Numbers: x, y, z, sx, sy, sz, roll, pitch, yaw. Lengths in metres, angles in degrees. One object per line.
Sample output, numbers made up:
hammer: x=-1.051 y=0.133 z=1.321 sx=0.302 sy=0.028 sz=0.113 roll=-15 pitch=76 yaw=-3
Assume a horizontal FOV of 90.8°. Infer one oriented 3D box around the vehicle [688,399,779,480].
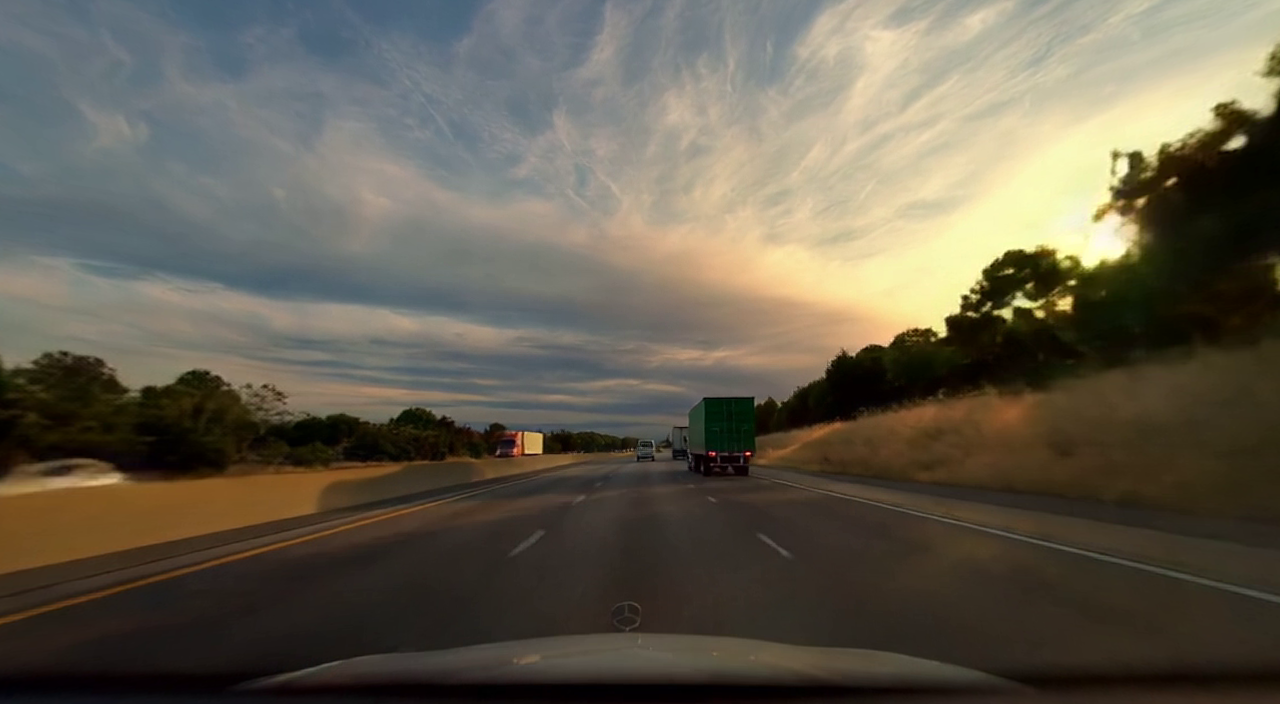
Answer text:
vehicle: x=4.269 y=4.344 z=31.043 sx=2.960 sy=3.381 sz=8.914 roll=0 pitch=-9 yaw=-1
